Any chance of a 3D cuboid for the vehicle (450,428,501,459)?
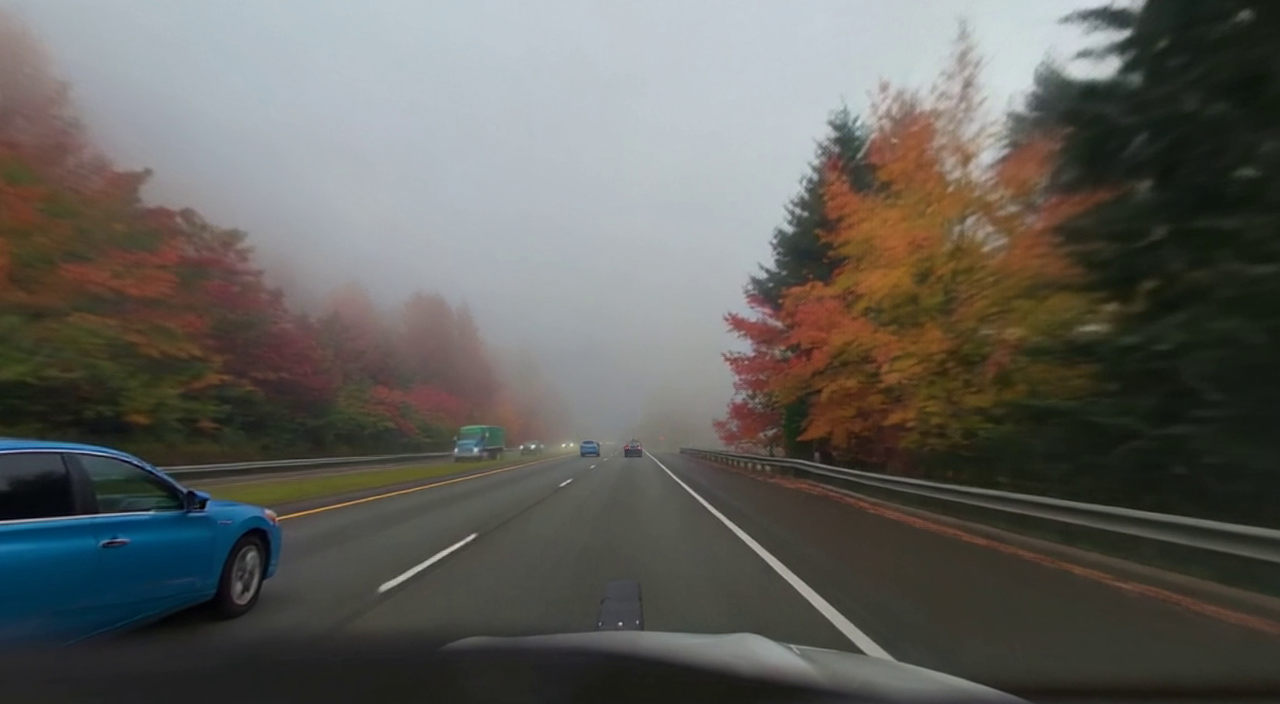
[{"bbox_3d":[-12.174,6.855,47.053,2.283,2.179,5.710,0,-8,0],"label":"vehicle"}]
